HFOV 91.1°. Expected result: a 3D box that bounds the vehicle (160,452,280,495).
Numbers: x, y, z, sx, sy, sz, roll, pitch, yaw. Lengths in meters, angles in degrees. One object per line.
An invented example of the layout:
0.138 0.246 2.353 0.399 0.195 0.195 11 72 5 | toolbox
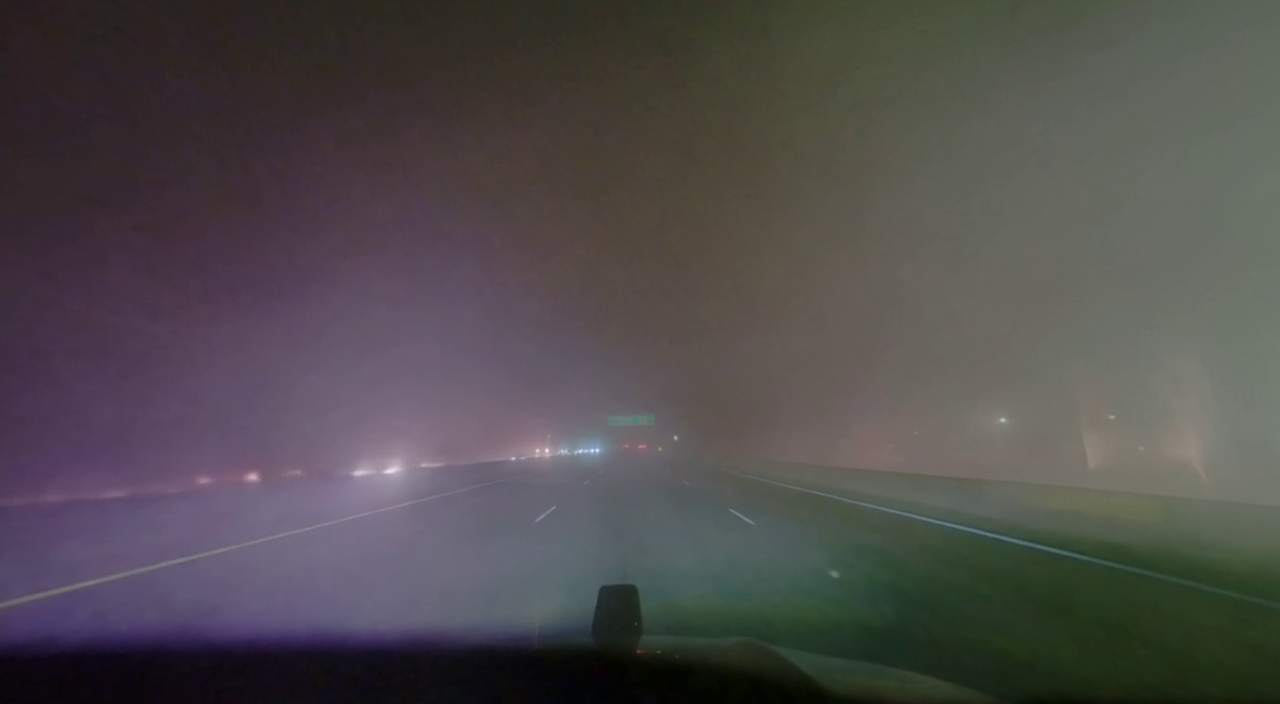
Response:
-16.802 4.827 25.433 1.866 1.560 4.266 0 -9 0 | vehicle

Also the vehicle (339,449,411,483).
-12.584 5.406 30.091 1.852 1.512 3.732 0 -9 -1 | vehicle
